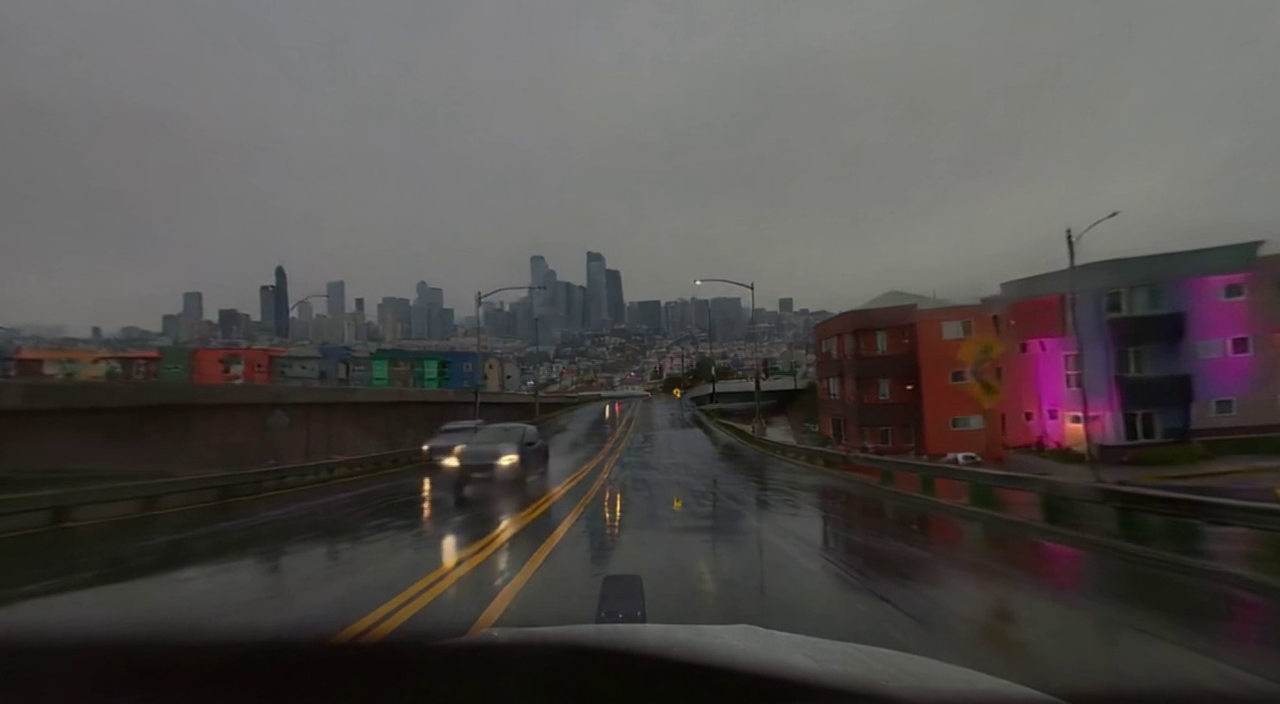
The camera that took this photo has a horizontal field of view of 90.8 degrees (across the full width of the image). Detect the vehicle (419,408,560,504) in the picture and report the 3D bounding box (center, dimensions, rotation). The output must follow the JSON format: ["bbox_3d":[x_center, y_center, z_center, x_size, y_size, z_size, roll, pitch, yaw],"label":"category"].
[{"bbox_3d":[-3.191,2.340,14.448,2.109,1.848,4.338,0,-8,1],"label":"vehicle"}]

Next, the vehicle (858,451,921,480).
[{"bbox_3d":[14.279,6.502,36.428,1.809,1.497,3.837,-1,-9,-4],"label":"vehicle"}]
